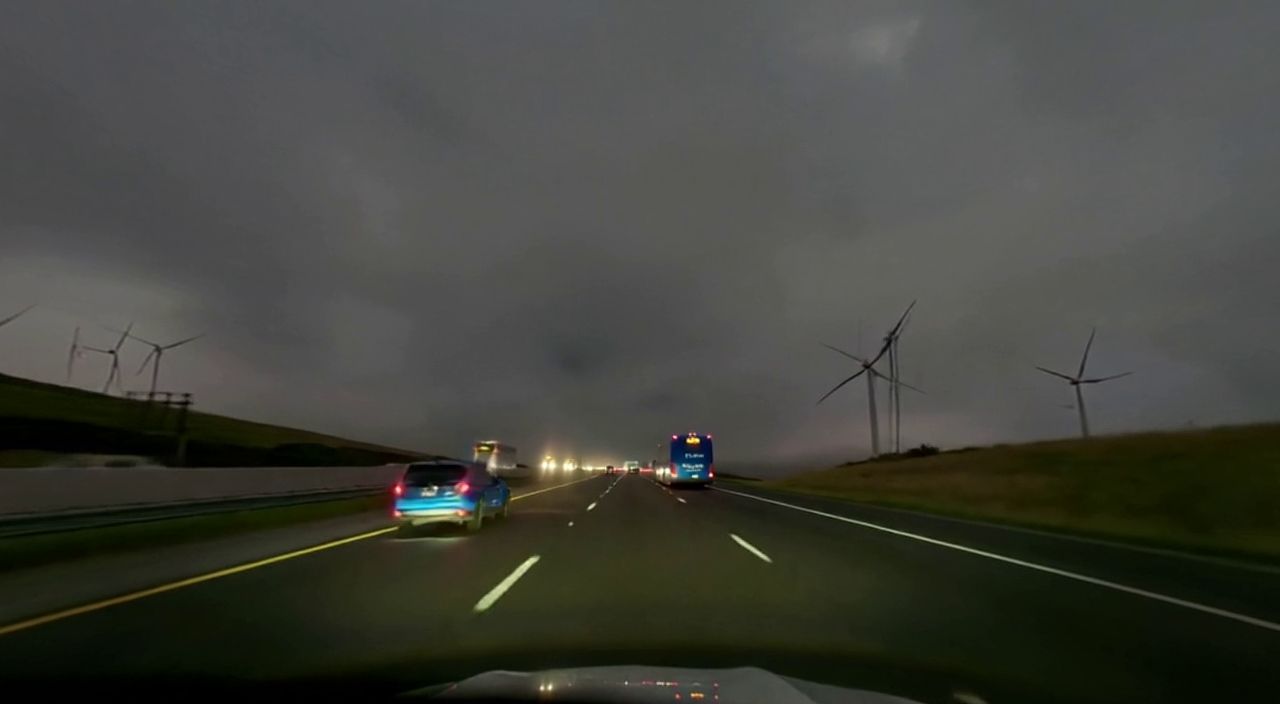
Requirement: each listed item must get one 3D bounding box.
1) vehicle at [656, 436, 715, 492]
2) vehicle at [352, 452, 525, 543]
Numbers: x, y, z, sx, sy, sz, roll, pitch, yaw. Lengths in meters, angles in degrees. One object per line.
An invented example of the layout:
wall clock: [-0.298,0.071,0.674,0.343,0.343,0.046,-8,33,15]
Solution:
vehicle: [3.210,8.691,48.604,2.941,3.574,14.463,1,-11,-2]
vehicle: [-3.975,2.987,13.375,2.213,1.568,4.274,1,-11,0]
